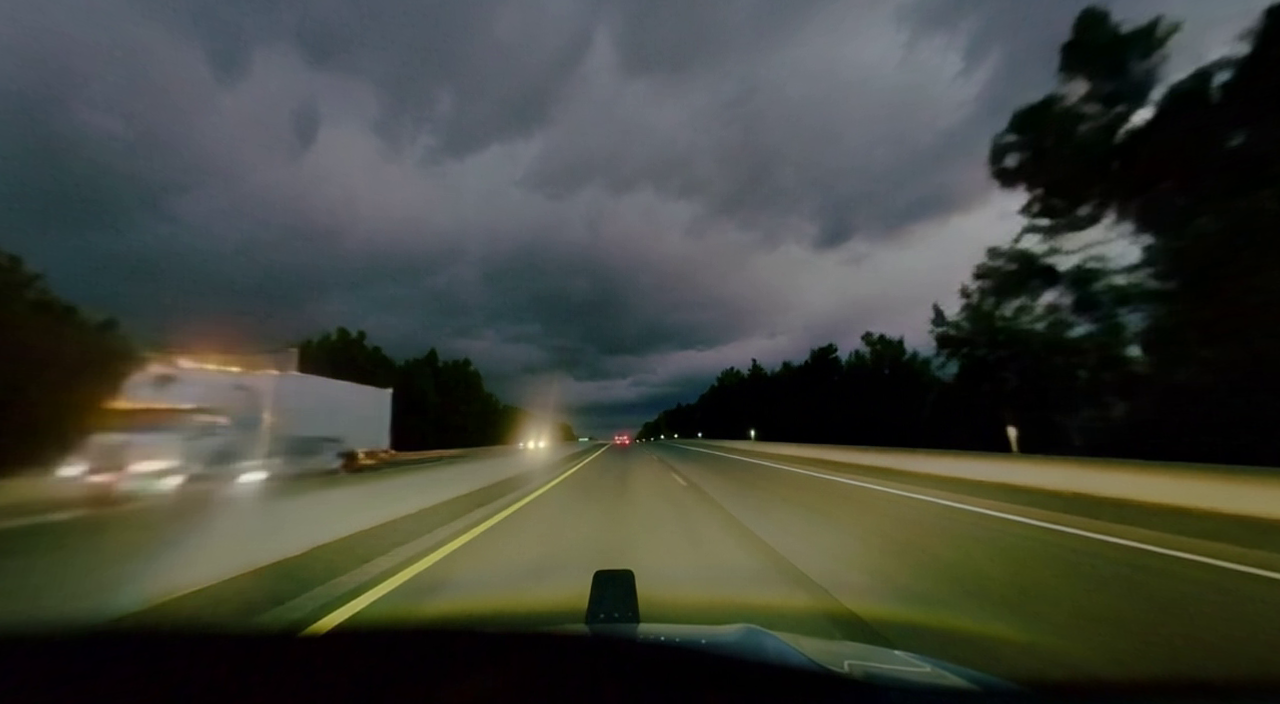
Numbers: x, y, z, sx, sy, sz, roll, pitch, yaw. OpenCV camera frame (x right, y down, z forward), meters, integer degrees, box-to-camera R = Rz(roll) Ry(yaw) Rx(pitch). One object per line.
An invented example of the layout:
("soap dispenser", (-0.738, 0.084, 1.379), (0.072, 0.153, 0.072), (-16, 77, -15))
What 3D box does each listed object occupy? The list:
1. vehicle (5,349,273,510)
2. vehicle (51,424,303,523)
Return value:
("vehicle", (-14.277, 2.317, 18.761), (2.984, 4.005, 5.879), (0, -8, -1))
("vehicle", (-10.019, 2.624, 14.215), (2.434, 1.856, 4.296), (0, -8, -1))
